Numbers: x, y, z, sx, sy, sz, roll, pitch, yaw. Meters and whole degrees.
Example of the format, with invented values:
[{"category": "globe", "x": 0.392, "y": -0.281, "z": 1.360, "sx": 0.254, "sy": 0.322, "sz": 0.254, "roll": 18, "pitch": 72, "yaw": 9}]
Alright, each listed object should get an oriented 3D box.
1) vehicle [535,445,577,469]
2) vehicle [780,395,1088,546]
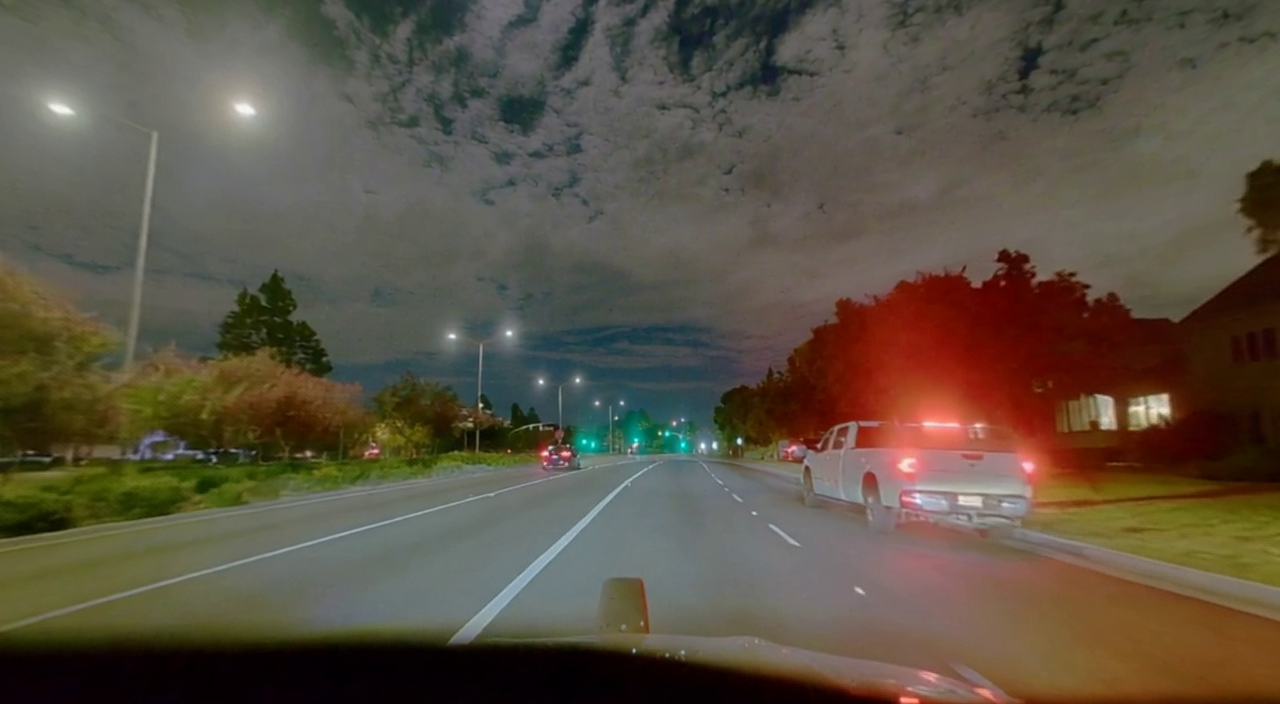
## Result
[{"category": "vehicle", "x": -5.582, "y": 7.008, "z": 42.276, "sx": 2.060, "sy": 1.473, "sz": 4.645, "roll": 0, "pitch": -9, "yaw": 1}, {"category": "vehicle", "x": 4.694, "y": 2.090, "z": 11.869, "sx": 2.695, "sy": 2.013, "sz": 6.661, "roll": 0, "pitch": -9, "yaw": 1}]
